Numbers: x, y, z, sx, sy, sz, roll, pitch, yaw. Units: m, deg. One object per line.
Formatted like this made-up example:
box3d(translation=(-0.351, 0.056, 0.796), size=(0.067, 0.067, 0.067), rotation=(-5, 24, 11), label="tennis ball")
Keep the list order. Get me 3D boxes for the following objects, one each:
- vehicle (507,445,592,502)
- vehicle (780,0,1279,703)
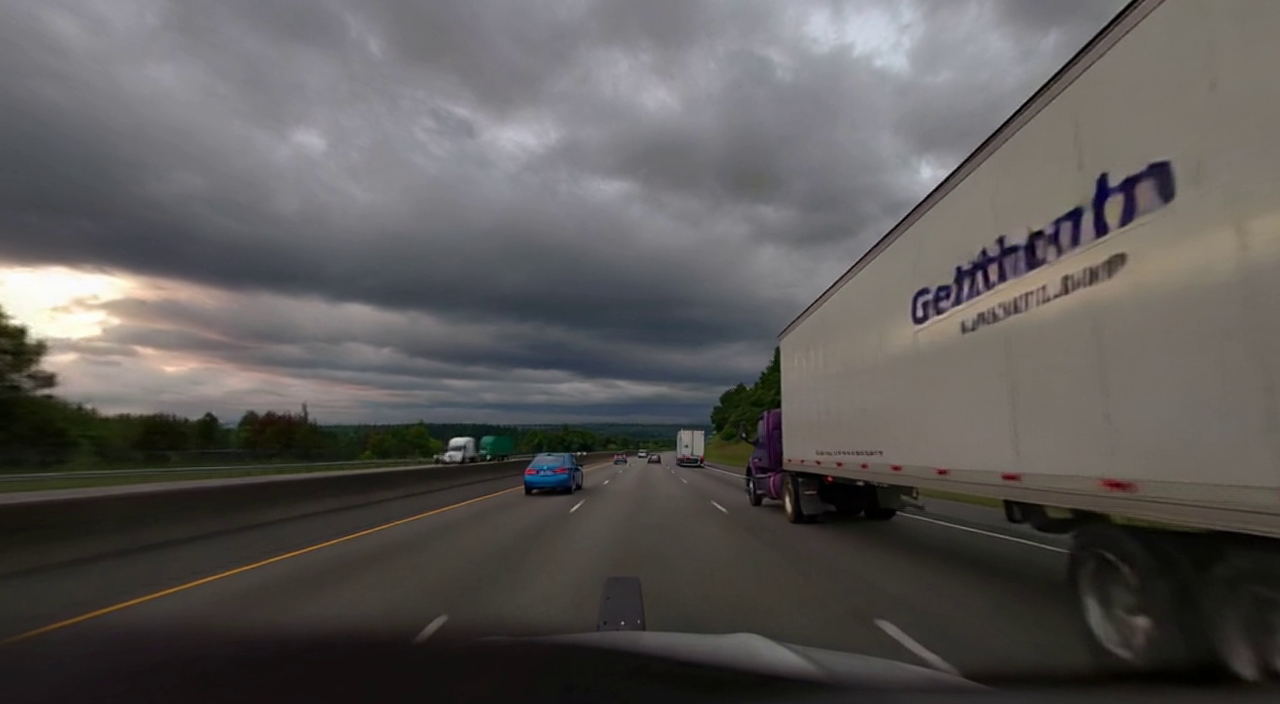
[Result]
box3d(translation=(-2.723, 3.782, 20.000), size=(1.960, 1.579, 4.384), rotation=(0, -9, 1), label="vehicle")
box3d(translation=(4.631, 0.417, 7.012), size=(2.858, 3.952, 13.731), rotation=(0, -9, -1), label="vehicle")
